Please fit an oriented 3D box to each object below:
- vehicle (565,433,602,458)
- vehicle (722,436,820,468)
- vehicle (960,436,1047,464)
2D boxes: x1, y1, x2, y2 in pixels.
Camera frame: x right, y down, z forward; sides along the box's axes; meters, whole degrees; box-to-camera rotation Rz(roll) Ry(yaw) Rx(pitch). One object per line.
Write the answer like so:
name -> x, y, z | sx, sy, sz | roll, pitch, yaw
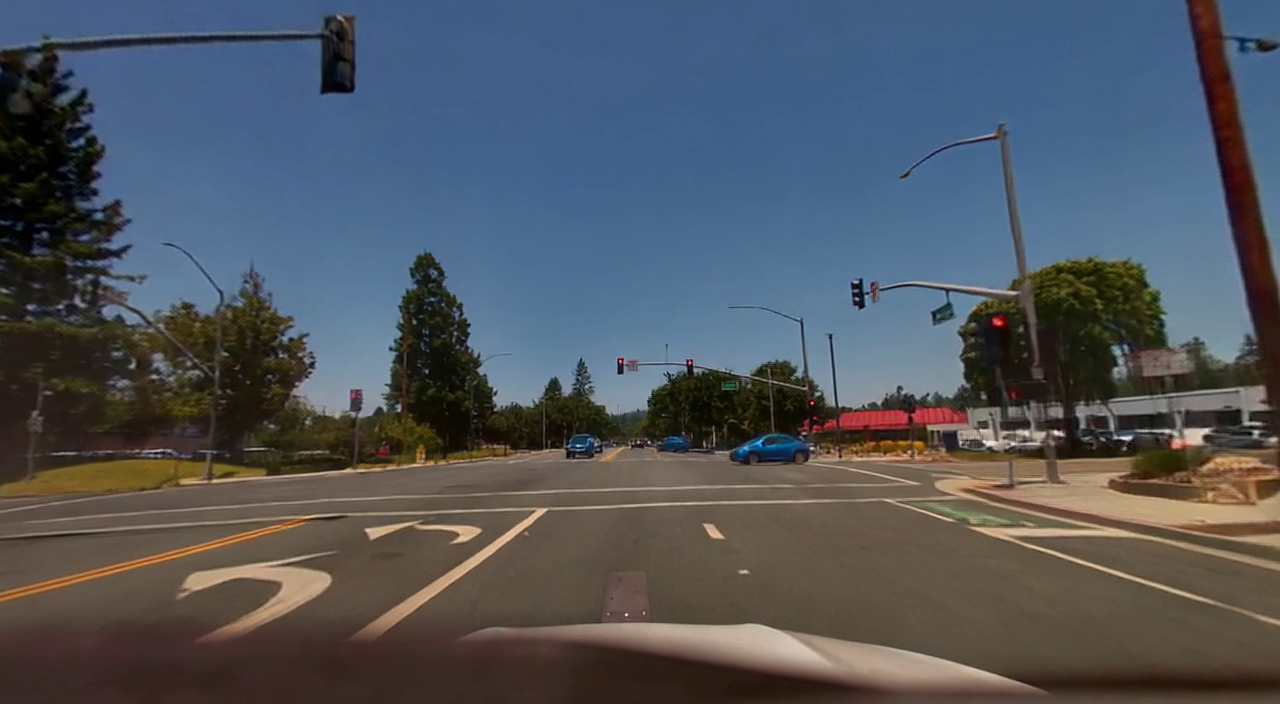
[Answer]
vehicle -> -3.794, 6.393, 43.195 | 2.140, 1.638, 4.259 | 0, -8, 0
vehicle -> 6.543, 4.962, 31.385 | 4.528, 1.482, 1.864 | 4, -9, -26
vehicle -> 21.024, 5.673, 36.464 | 4.377, 1.523, 1.877 | 3, -9, -19
